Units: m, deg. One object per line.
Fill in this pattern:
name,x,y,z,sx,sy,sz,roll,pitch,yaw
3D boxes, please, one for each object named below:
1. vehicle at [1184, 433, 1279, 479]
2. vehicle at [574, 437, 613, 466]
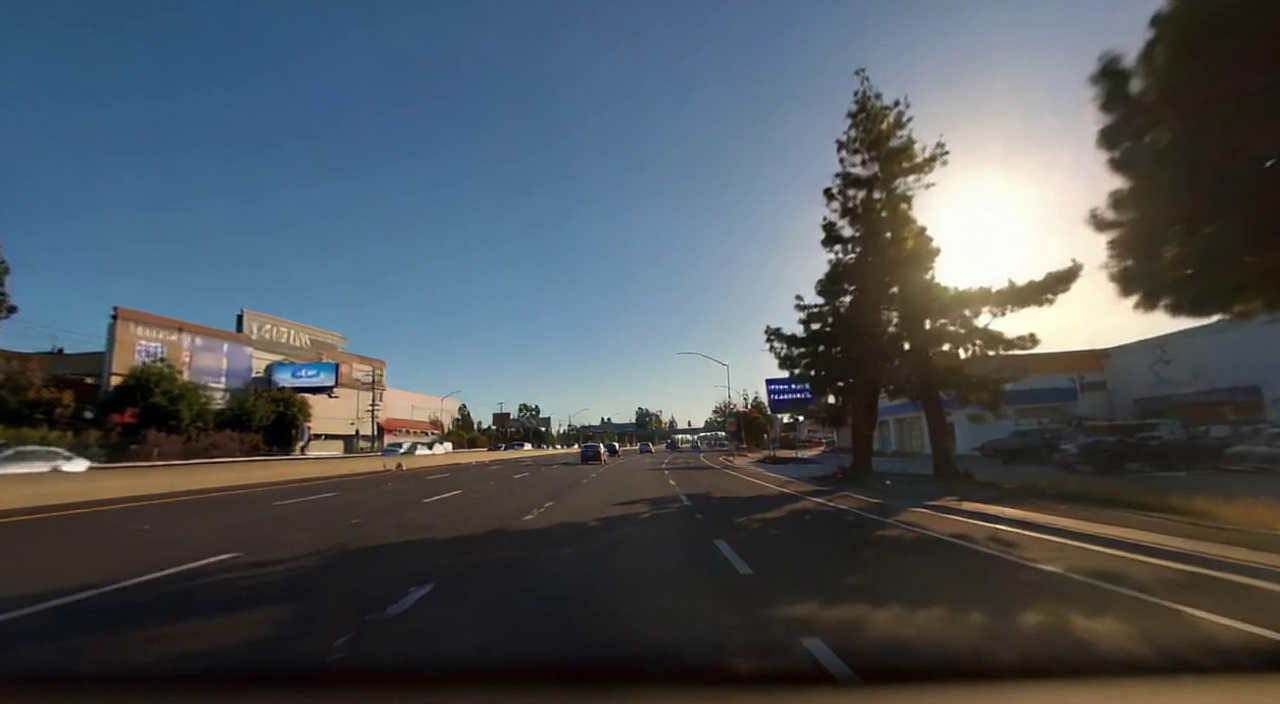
vehicle,21.439,3.496,21.193,4.503,1.448,1.819,-8,-13,34
vehicle,-3.049,6.693,42.590,2.139,1.782,4.079,0,-9,3
